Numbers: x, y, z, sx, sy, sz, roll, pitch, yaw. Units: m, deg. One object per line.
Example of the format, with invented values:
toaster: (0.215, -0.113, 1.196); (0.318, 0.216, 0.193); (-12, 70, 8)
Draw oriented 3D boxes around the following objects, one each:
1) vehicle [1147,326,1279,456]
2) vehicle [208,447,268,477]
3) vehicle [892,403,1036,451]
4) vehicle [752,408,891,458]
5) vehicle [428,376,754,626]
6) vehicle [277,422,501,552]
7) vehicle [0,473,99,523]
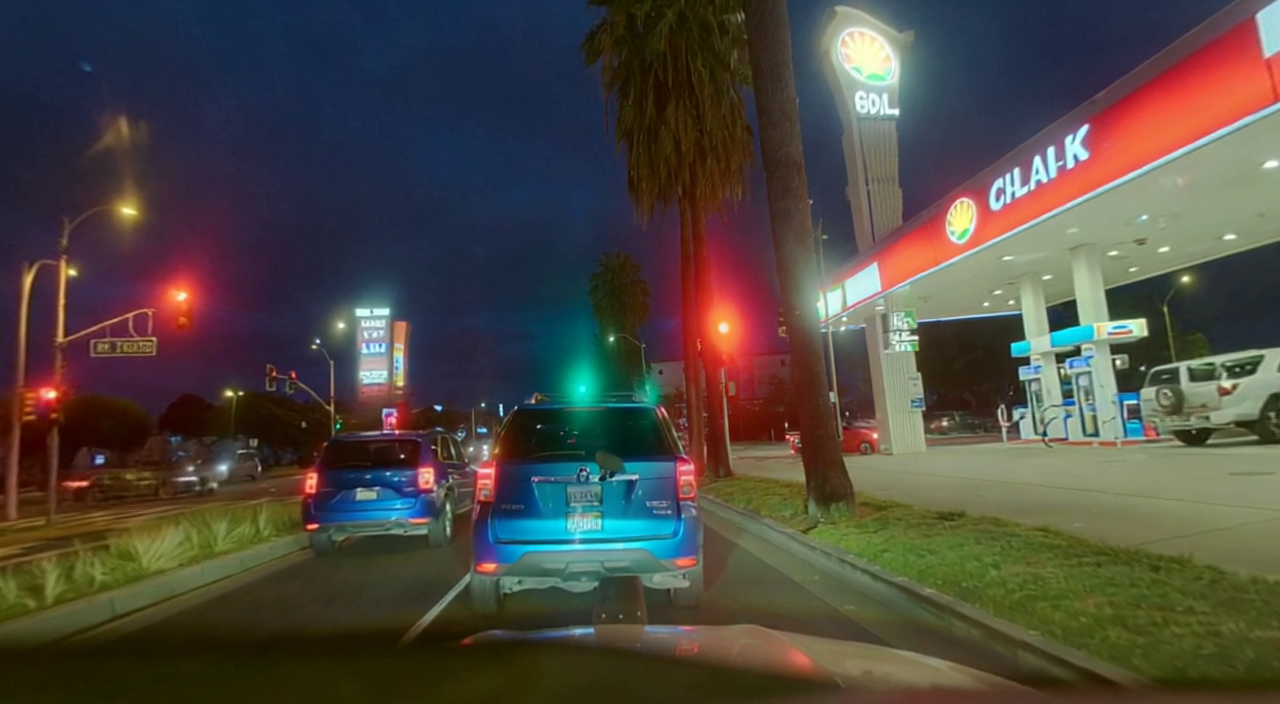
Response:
vehicle: (9.985, 0.610, 8.698); (4.374, 1.571, 1.963); (0, -8, -4)
vehicle: (-28.735, 7.862, 45.262); (1.783, 1.997, 4.000); (0, -8, -4)
vehicle: (14.057, 3.312, 27.683); (5.033, 1.999, 2.259); (0, -8, -3)
vehicle: (7.747, 3.517, 27.364); (5.307, 2.076, 2.122); (0, -8, -5)
vehicle: (-0.544, 1.498, 7.410); (2.519, 1.913, 4.819); (0, -8, -4)
vehicle: (-3.868, 2.158, 10.931); (2.097, 1.692, 5.030); (0, -8, -4)
vehicle: (-24.602, 5.681, 24.728); (4.660, 1.708, 2.331); (0, -8, -1)
